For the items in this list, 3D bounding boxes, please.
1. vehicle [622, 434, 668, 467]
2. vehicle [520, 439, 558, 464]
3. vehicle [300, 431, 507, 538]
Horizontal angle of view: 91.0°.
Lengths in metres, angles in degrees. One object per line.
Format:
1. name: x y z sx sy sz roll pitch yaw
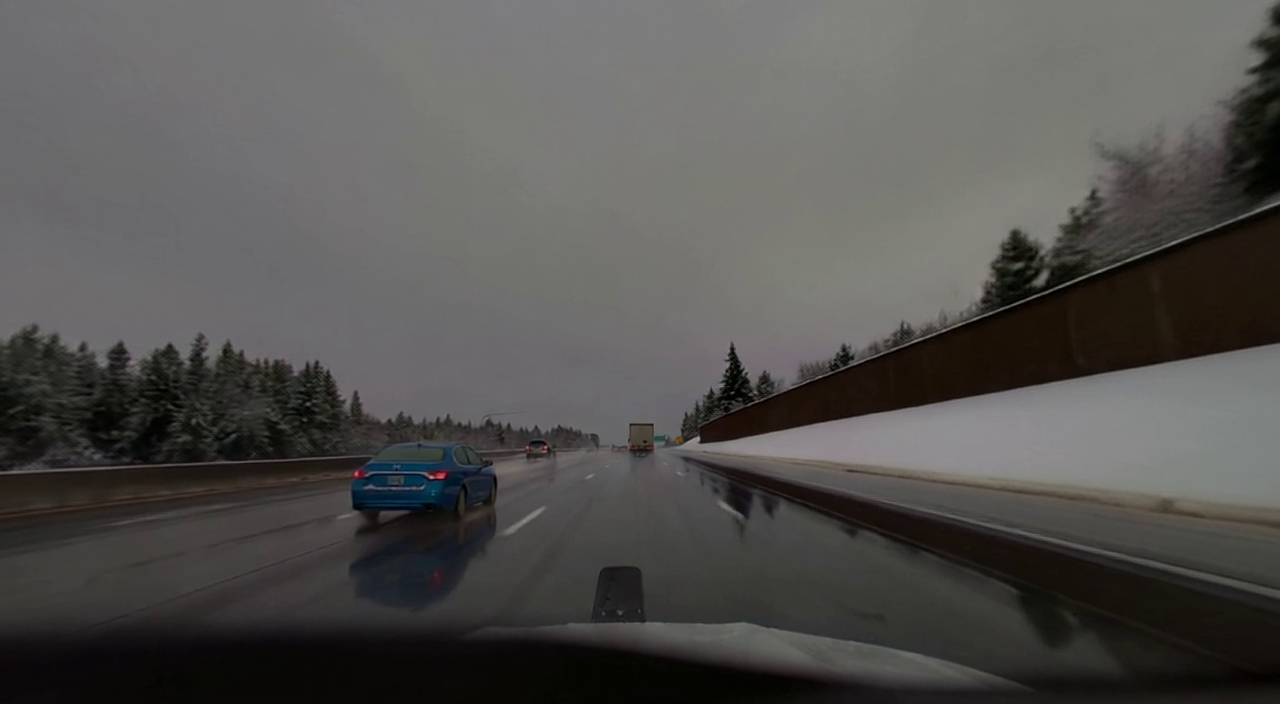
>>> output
1. vehicle: 0.268 6.469 41.491 2.856 1.994 4.931 0 -8 -1
2. vehicle: -7.499 7.470 47.225 2.068 1.757 4.611 0 -8 0
3. vehicle: -3.830 2.215 11.192 2.000 1.512 4.371 0 -9 0
